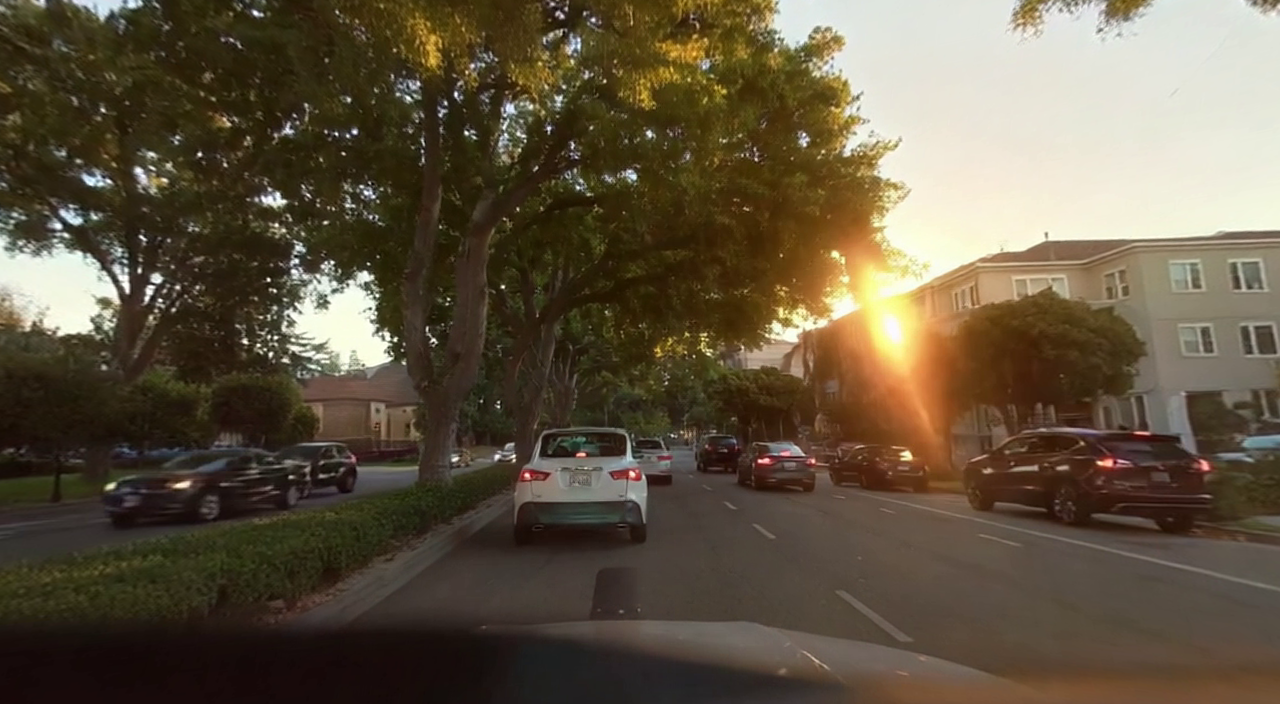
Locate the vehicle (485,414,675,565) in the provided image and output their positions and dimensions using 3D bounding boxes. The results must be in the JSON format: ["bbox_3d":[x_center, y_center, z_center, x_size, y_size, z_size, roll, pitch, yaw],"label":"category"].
[{"bbox_3d":[-0.821,1.805,8.988,2.106,1.655,3.717,1,-8,-5],"label":"vehicle"}]

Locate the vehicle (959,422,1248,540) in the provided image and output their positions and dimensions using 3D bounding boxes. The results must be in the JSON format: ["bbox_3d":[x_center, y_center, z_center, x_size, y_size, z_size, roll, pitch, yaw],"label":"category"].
[{"bbox_3d":[7.912,2.213,11.508,2.168,1.709,4.289,-1,-8,4],"label":"vehicle"}]

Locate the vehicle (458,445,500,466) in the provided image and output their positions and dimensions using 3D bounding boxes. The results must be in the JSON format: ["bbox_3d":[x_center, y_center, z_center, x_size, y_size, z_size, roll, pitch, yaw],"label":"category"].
[{"bbox_3d":[-12.134,7.816,47.861,1.981,1.463,4.395,0,-8,1],"label":"vehicle"}]

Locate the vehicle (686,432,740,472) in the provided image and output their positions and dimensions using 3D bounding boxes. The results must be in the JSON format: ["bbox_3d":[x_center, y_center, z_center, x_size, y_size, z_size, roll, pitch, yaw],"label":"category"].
[{"bbox_3d":[3.600,5.024,31.997,2.114,1.846,4.659,0,-8,-1],"label":"vehicle"}]

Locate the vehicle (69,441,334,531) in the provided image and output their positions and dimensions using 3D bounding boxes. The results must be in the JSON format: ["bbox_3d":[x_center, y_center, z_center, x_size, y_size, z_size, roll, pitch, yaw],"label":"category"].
[{"bbox_3d":[-8.371,2.558,12.751,2.039,1.466,4.553,0,-8,1],"label":"vehicle"}]

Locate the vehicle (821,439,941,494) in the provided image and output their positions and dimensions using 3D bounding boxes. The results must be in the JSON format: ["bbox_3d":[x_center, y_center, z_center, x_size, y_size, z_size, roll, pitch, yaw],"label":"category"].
[{"bbox_3d":[7.255,3.478,19.552,1.977,1.485,4.308,0,-8,0],"label":"vehicle"}]

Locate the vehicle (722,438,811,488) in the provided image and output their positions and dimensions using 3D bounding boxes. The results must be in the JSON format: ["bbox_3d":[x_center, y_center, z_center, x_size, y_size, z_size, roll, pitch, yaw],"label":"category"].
[{"bbox_3d":[4.094,3.669,21.281,2.175,1.477,4.520,0,-8,2],"label":"vehicle"}]
